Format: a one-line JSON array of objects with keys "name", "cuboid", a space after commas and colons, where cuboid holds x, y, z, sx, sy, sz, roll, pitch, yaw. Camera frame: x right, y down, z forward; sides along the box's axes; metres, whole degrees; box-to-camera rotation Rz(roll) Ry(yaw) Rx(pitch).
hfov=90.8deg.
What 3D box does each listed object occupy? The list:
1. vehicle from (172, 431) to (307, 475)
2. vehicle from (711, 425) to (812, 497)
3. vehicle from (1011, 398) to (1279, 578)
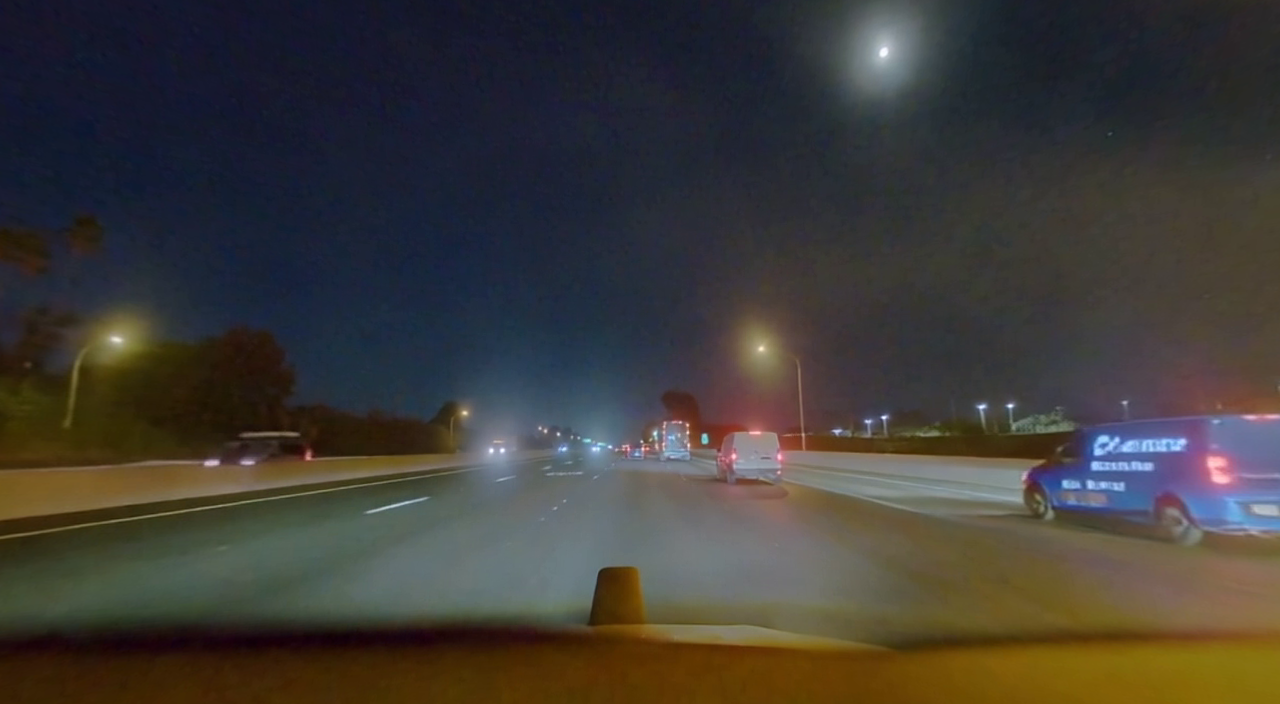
[{"name": "vehicle", "cuboid": [-17.579, 4.502, 28.203, 2.408, 1.737, 5.580, 0, -9, -1]}, {"name": "vehicle", "cuboid": [3.569, 3.324, 19.623, 2.035, 1.931, 4.841, 0, -9, -2]}, {"name": "vehicle", "cuboid": [7.561, 1.667, 8.315, 2.266, 1.799, 4.947, 0, -9, -1]}]
